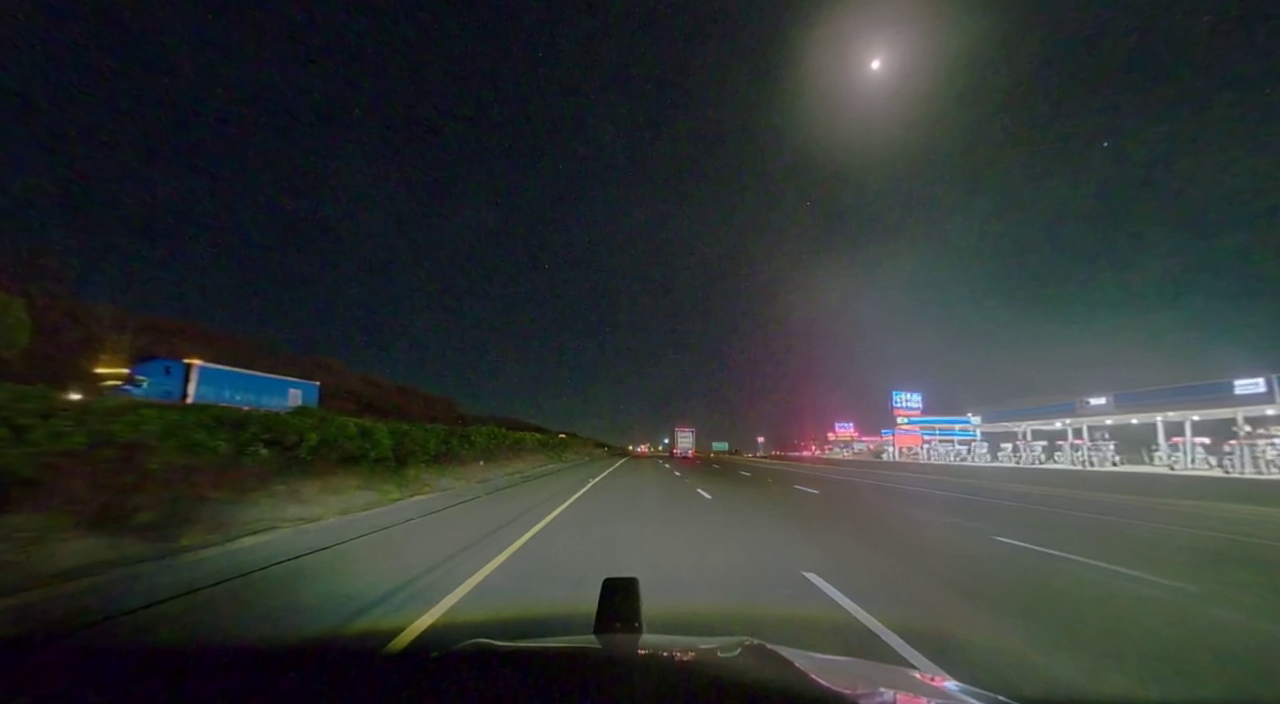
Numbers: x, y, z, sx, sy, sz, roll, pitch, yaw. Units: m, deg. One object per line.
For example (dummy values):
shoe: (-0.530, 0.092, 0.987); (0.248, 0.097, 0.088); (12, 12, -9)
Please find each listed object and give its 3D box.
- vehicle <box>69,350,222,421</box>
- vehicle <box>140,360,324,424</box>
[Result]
vehicle: (-28.368, 2.151, 36.793); (2.962, 3.493, 7.203); (-1, -8, 0)
vehicle: (-28.448, 3.322, 45.887); (2.890, 3.470, 16.042); (-1, -8, 0)
